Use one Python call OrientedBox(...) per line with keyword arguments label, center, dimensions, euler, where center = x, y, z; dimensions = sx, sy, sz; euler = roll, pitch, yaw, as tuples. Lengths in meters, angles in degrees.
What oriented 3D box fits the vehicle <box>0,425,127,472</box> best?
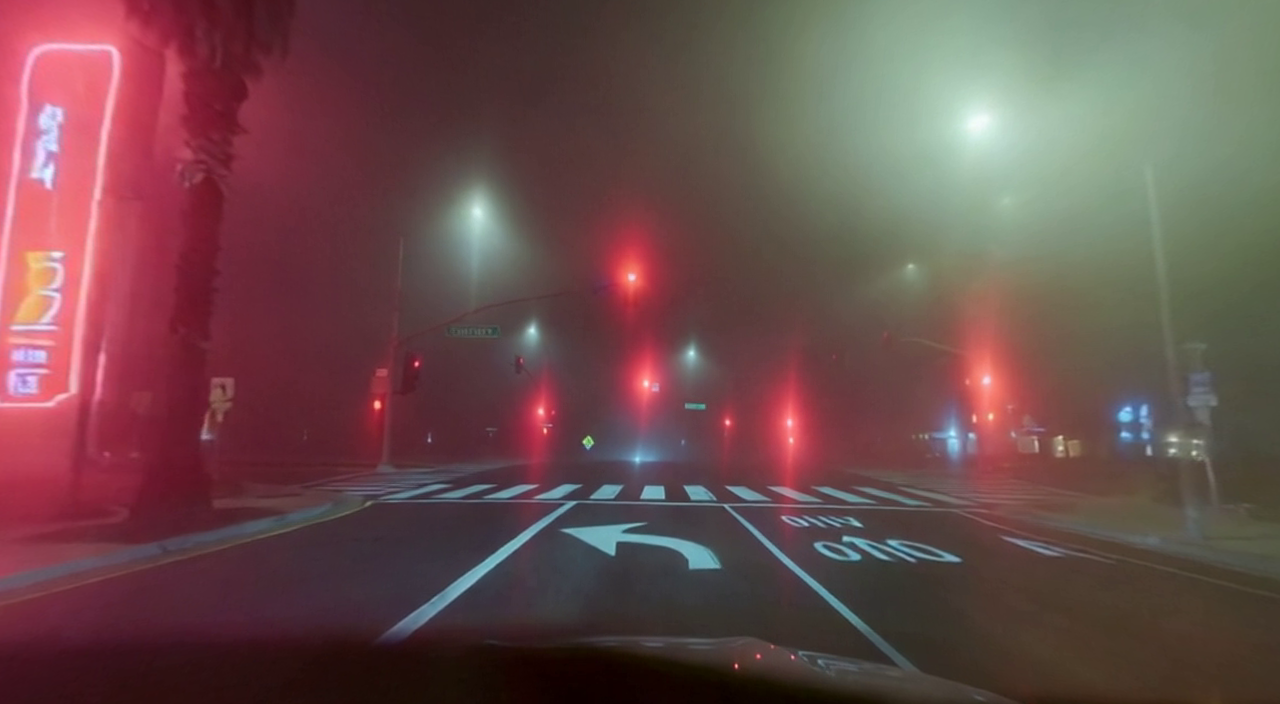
OrientedBox(label="vehicle", center=(-22.225, 3.595, 23.538), dimensions=(4.350, 1.624, 2.023), euler=(0, -9, -2))
